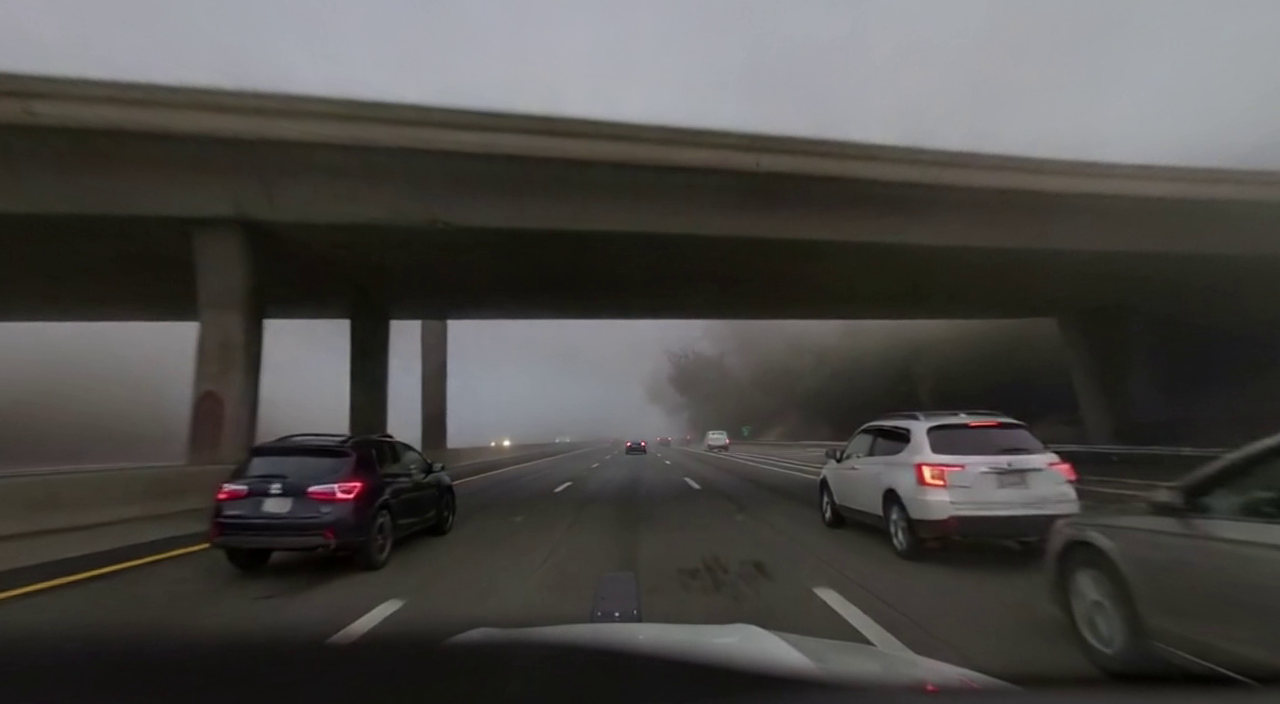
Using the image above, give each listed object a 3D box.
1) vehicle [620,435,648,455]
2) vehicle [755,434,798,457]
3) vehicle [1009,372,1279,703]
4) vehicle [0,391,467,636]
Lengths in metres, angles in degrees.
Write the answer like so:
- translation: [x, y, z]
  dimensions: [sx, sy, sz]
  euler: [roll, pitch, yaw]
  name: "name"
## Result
- translation: [-0.474, 7.195, 48.865]
  dimensions: [2.103, 1.512, 4.155]
  euler: [0, -8, -1]
  name: "vehicle"
- translation: [9.307, 6.367, 43.154]
  dimensions: [1.921, 1.477, 4.132]
  euler: [0, -8, -2]
  name: "vehicle"
- translation: [3.596, 0.798, 1.578]
  dimensions: [2.240, 1.646, 4.949]
  euler: [0, -8, -2]
  name: "vehicle"
- translation: [-3.472, 1.393, 6.621]
  dimensions: [1.993, 1.629, 4.674]
  euler: [0, -8, 0]
  name: "vehicle"
